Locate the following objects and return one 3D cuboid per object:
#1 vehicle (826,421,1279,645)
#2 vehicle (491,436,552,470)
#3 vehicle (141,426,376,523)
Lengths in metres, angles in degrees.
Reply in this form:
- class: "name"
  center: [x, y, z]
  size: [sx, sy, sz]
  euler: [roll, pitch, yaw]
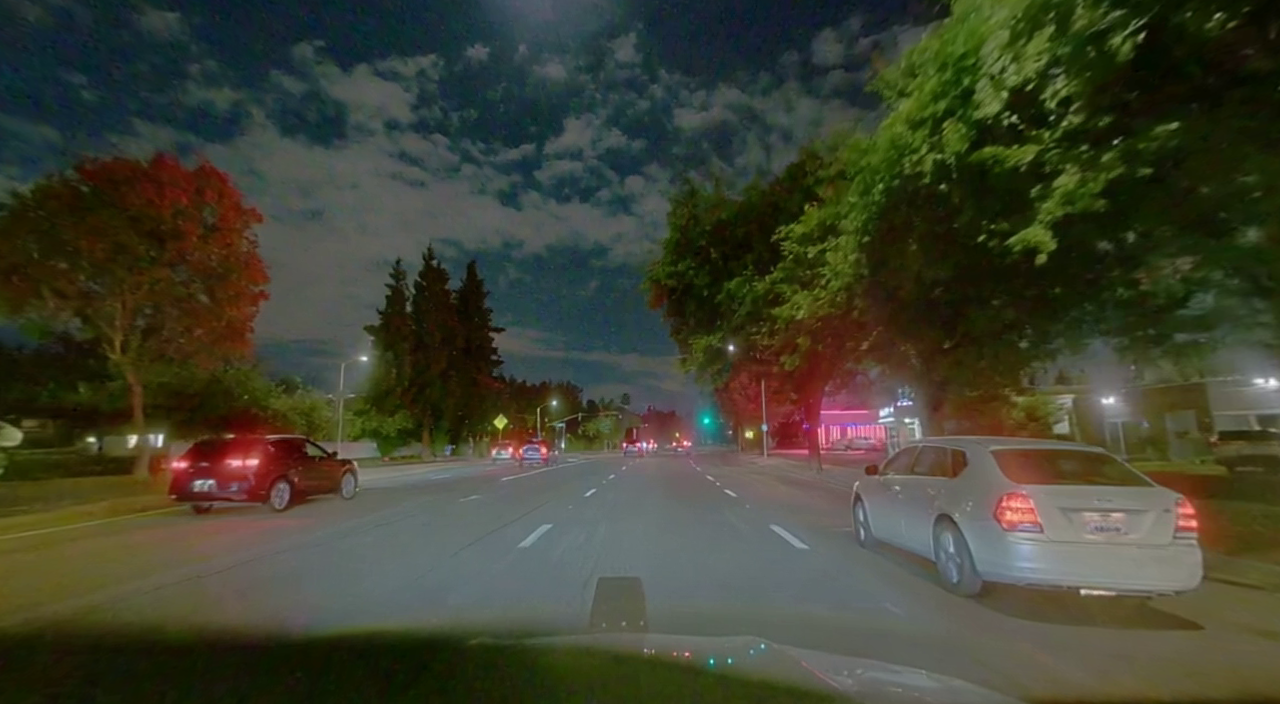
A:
- class: "vehicle"
  center: [3.659, 1.574, 6.680]
  size: [2.003, 1.494, 4.705]
  euler: [0, -8, 1]
- class: "vehicle"
  center: [-5.887, 5.065, 31.775]
  size: [1.988, 1.597, 4.404]
  euler: [0, -8, 3]
- class: "vehicle"
  center: [-7.138, 2.313, 12.498]
  size: [1.951, 1.554, 4.444]
  euler: [0, -8, -2]
